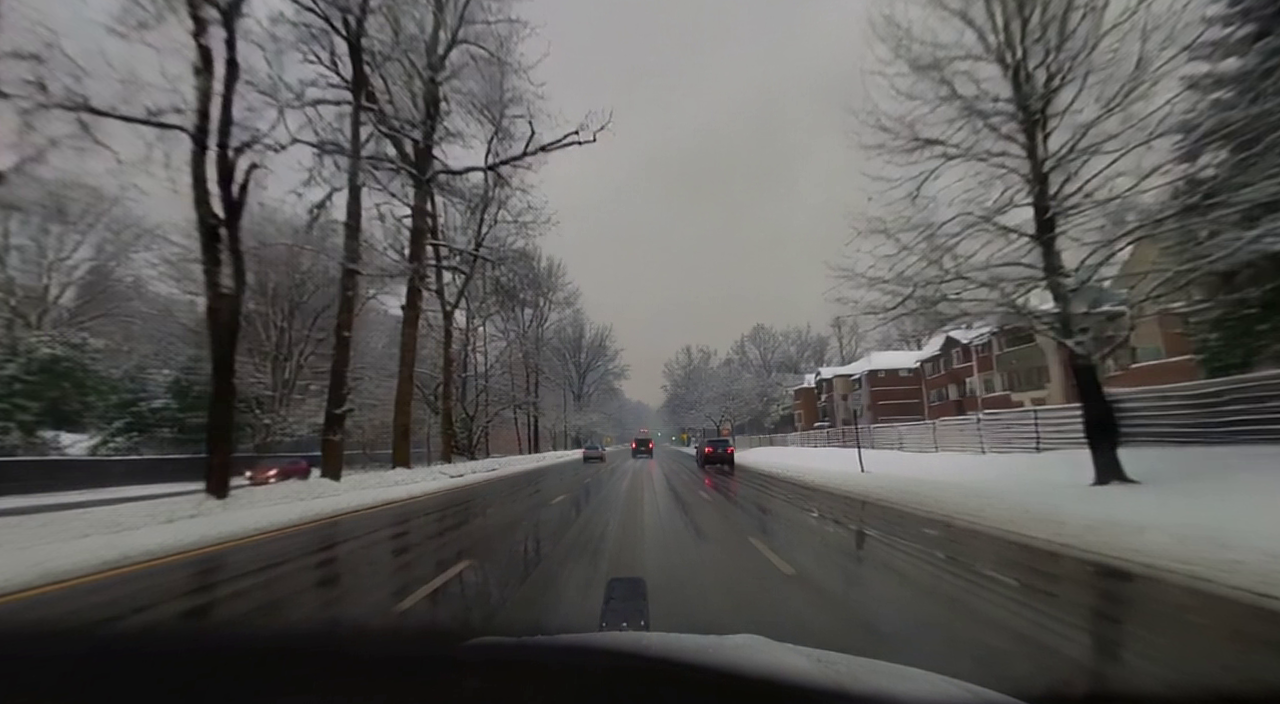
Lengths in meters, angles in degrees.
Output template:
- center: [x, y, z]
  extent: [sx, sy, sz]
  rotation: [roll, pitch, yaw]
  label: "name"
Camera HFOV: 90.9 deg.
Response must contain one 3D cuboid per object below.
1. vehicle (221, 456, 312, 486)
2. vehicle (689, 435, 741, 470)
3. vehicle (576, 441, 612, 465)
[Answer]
- center: [-20.948, 6.659, 35.669]
  extent: [1.960, 1.492, 5.090]
  rotation: [0, -8, 1]
  label: "vehicle"
- center: [3.858, 5.281, 33.289]
  extent: [2.182, 1.688, 4.187]
  rotation: [0, -8, -1]
  label: "vehicle"
- center: [-2.971, 6.623, 41.506]
  extent: [1.940, 1.473, 4.133]
  rotation: [0, -8, 1]
  label: "vehicle"
